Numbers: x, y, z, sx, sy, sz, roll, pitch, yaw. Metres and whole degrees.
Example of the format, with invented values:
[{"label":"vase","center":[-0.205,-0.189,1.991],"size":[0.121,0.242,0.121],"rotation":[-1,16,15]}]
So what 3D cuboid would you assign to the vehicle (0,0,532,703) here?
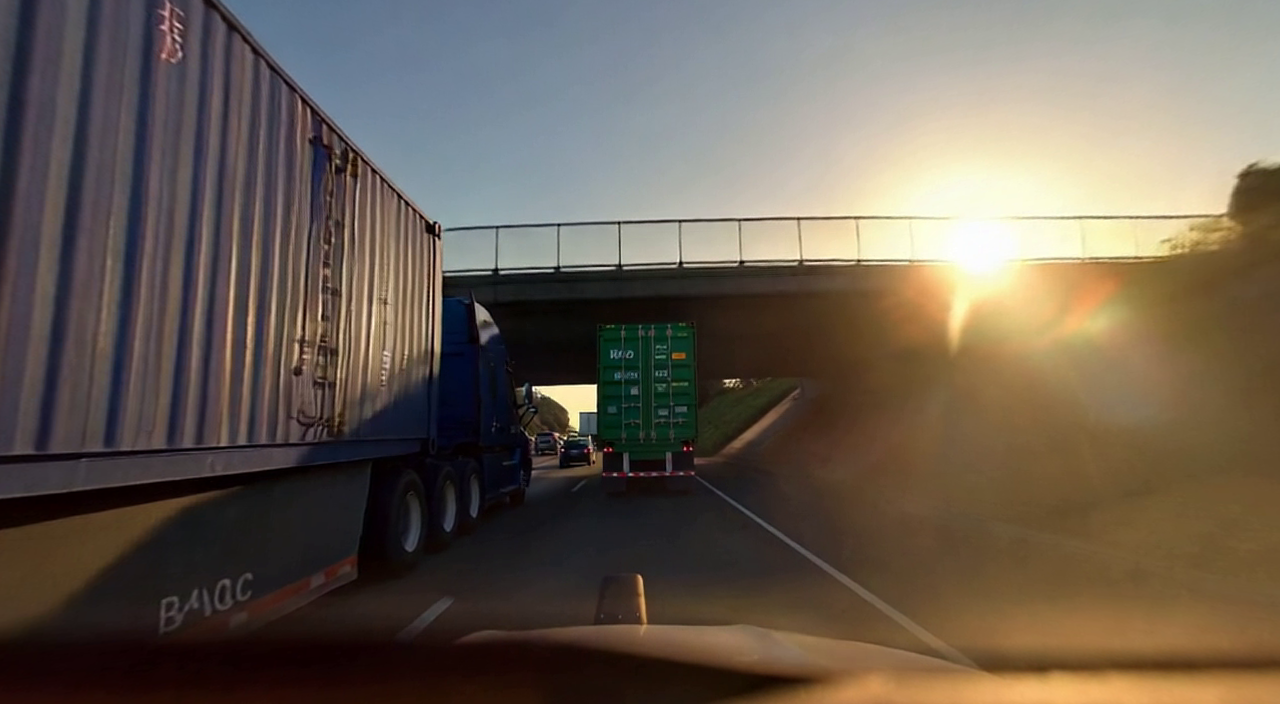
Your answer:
[{"label":"vehicle","center":[-3.665,0.019,5.711],"size":[2.873,4.198,13.317],"rotation":[-1,-8,1]}]

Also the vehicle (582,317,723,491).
[{"label":"vehicle","center":[0.266,1.767,19.076],"size":[3.357,4.212,7.519],"rotation":[0,-8,0]}]
